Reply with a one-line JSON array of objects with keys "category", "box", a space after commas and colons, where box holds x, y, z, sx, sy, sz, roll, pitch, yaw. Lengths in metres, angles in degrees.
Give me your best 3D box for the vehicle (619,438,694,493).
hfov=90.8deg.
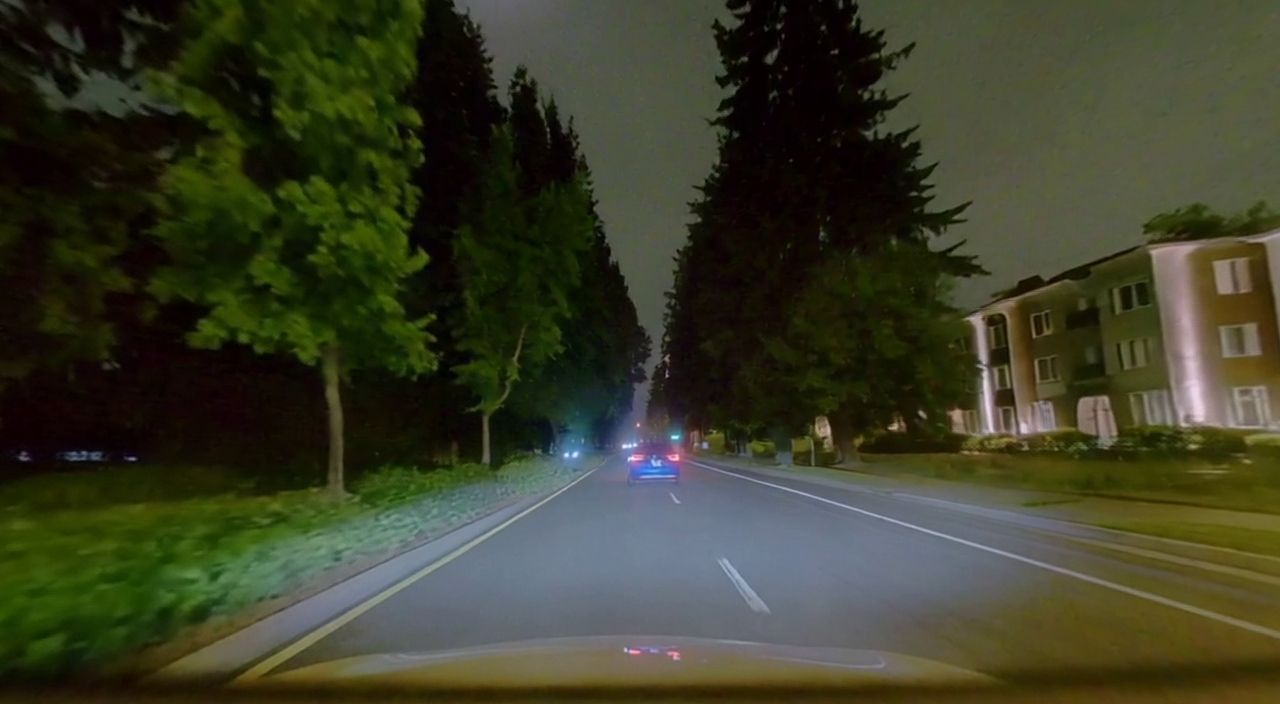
[{"category": "vehicle", "box": [0.393, 3.652, 20.711, 2.066, 1.603, 4.475, 0, -9, -3]}]
